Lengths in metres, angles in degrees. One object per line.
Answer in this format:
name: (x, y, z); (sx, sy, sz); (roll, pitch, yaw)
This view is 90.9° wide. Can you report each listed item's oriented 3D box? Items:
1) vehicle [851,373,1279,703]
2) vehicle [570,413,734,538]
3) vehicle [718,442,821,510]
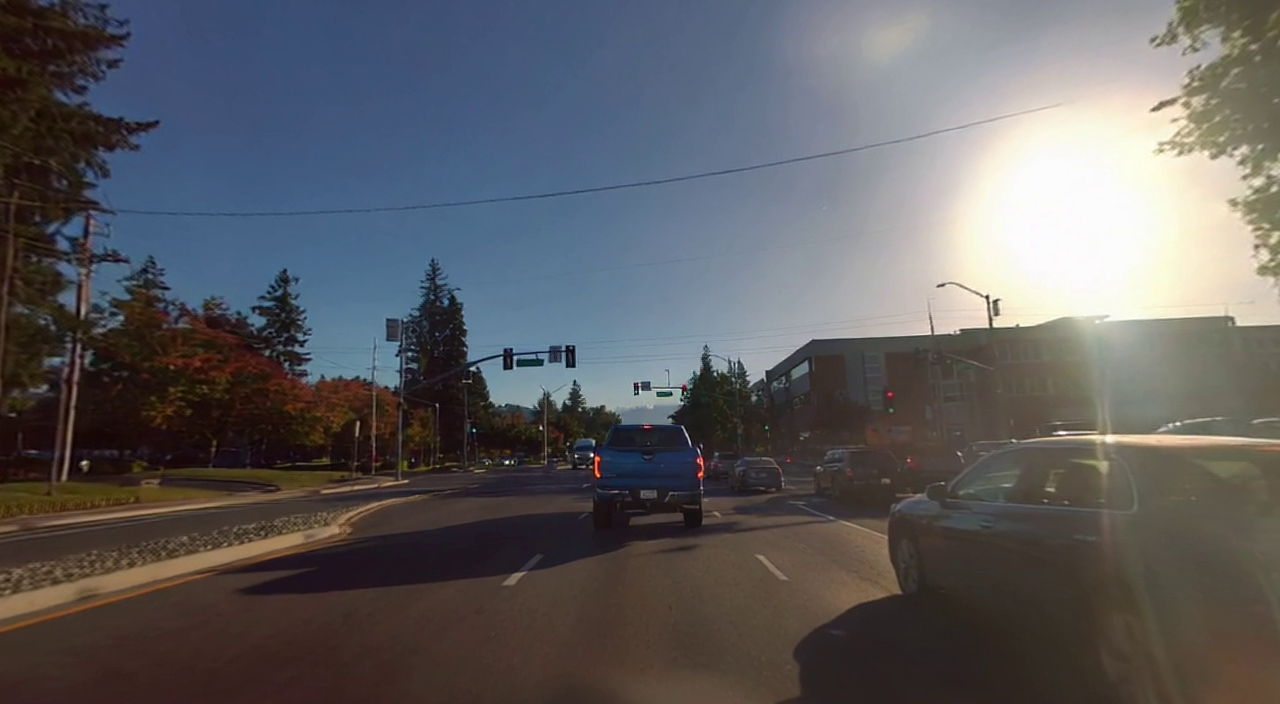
vehicle: (3.294, 1.173, 3.899); (2.155, 1.667, 5.162); (0, -9, 0)
vehicle: (0.193, 2.403, 12.979); (2.636, 2.011, 5.425); (0, -9, 0)
vehicle: (3.471, 3.404, 17.831); (1.957, 1.646, 4.355); (0, -9, 0)
